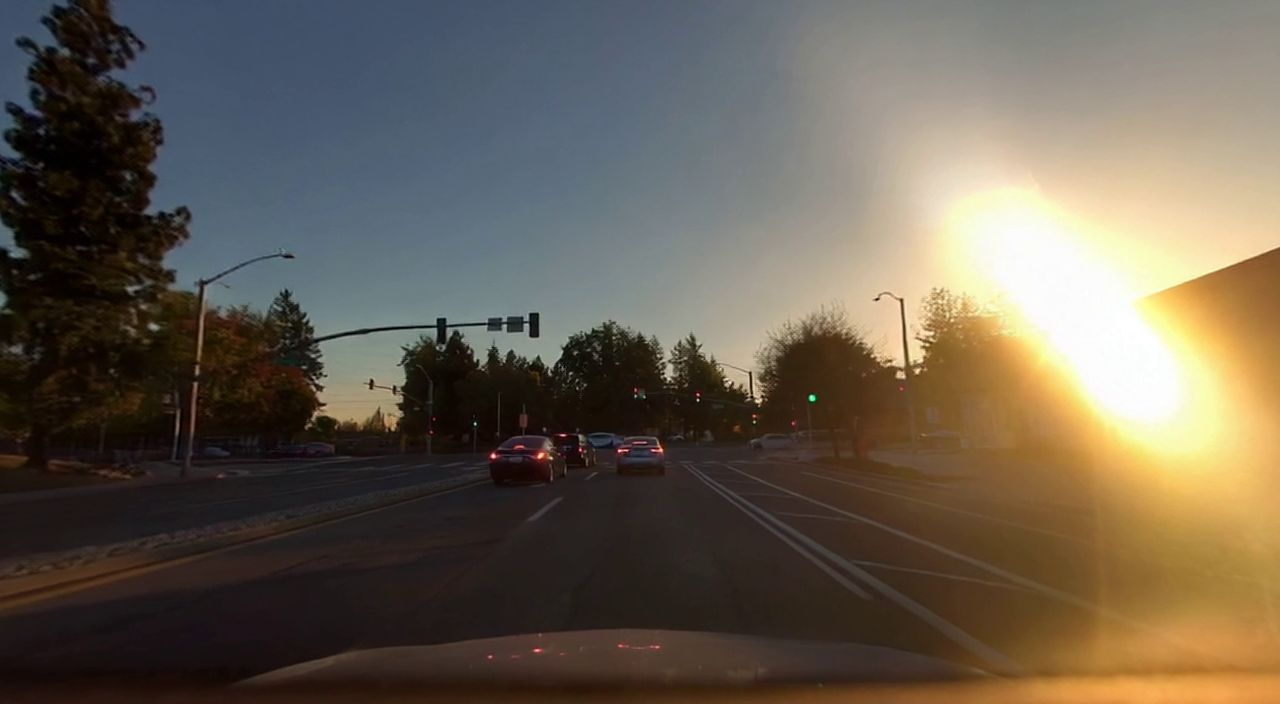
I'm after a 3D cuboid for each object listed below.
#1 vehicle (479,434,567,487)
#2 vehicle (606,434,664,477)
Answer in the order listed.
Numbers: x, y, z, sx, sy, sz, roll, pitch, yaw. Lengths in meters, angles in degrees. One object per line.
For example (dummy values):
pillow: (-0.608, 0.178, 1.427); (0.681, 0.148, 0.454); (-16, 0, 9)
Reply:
vehicle: (-3.639, 3.471, 20.513); (1.942, 1.497, 4.561); (0, -8, 1)
vehicle: (-0.185, 3.973, 24.419); (2.066, 1.482, 3.923); (0, -8, 0)
